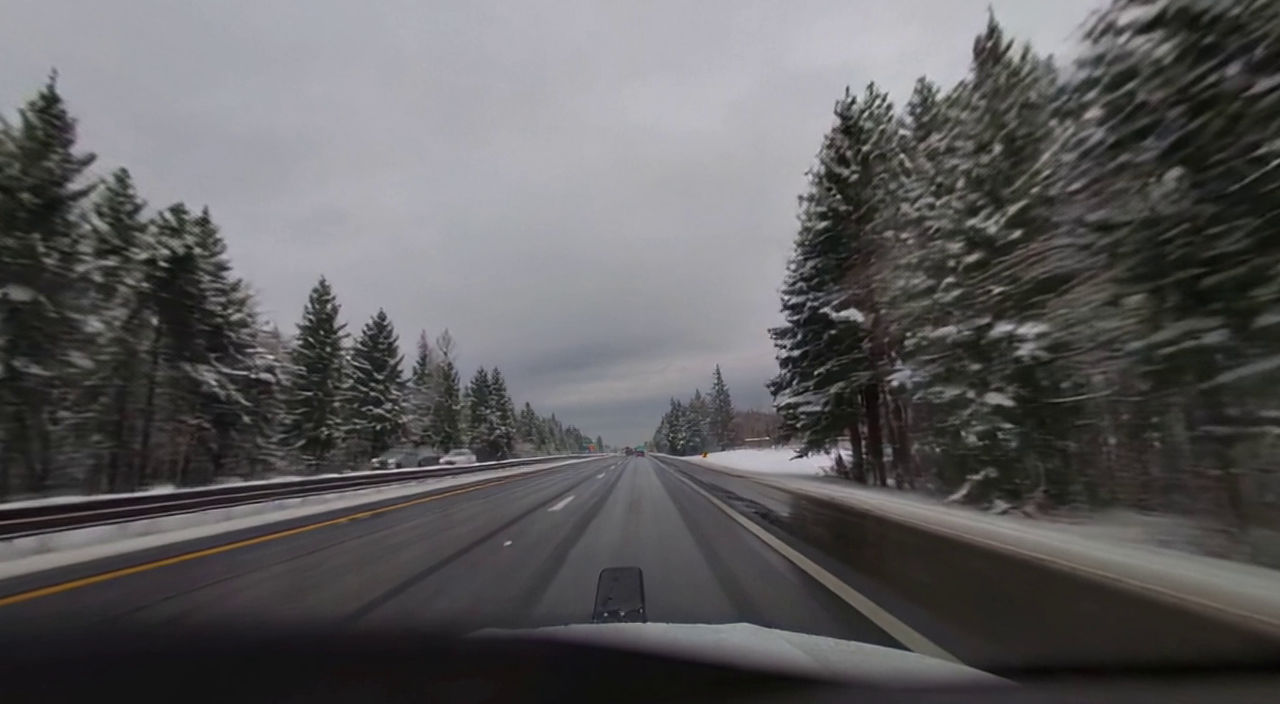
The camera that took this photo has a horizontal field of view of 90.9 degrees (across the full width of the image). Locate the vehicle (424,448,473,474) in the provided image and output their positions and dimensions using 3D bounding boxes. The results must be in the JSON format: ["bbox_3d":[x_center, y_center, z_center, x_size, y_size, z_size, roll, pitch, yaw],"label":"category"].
[{"bbox_3d":[-13.510,7.688,44.704,1.999,1.676,4.634,0,-9,0],"label":"vehicle"}]

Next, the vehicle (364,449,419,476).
[{"bbox_3d":[-17.428,7.758,44.440,1.975,1.761,4.563,0,-9,0],"label":"vehicle"}]
